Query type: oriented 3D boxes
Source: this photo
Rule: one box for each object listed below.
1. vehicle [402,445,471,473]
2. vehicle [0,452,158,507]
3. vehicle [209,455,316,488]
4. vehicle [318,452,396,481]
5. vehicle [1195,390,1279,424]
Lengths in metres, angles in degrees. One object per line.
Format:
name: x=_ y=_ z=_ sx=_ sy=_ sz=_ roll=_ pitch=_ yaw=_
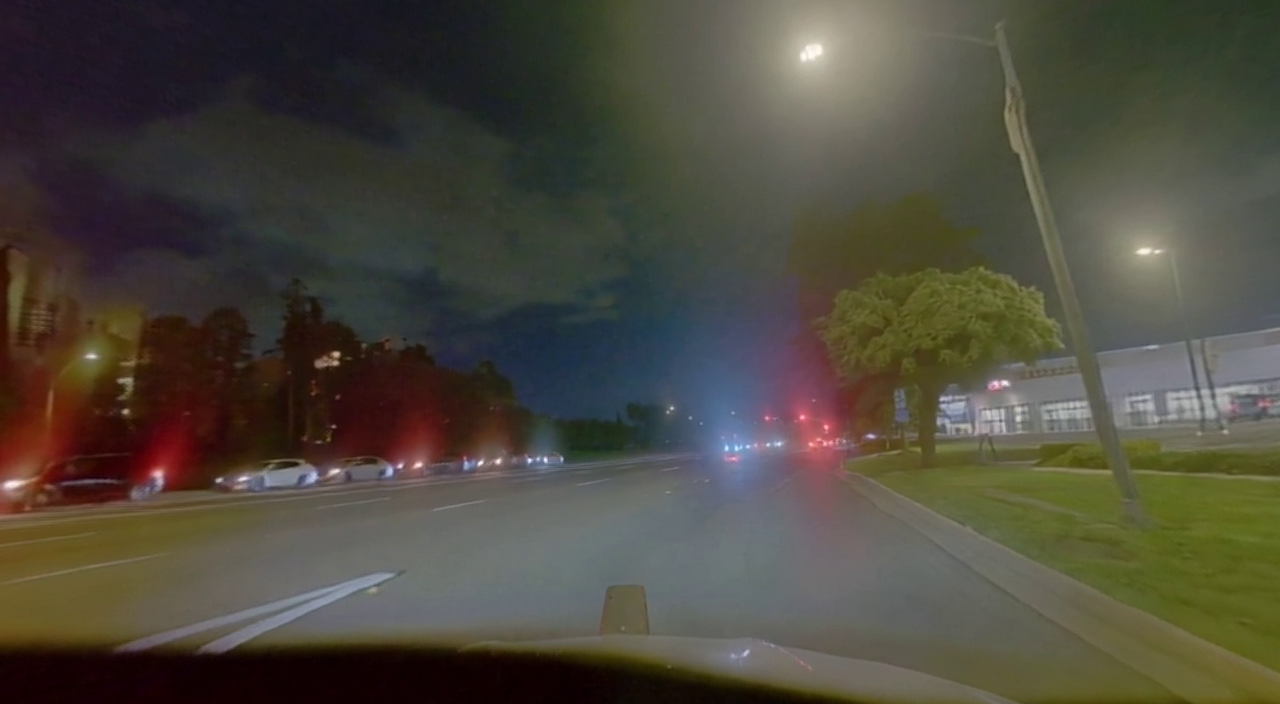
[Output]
vehicle: x=-14.562 y=7.711 z=45.394 sx=1.967 sy=1.683 sz=5.223 roll=-9 pitch=-12 yaw=17
vehicle: x=-21.489 y=4.735 z=23.948 sx=1.969 sy=1.758 sz=4.662 roll=-3 pitch=-9 yaw=17
vehicle: x=-18.798 y=5.929 z=31.622 sx=1.832 sy=1.473 sz=4.377 roll=-3 pitch=-9 yaw=18
vehicle: x=-16.969 y=6.846 z=37.986 sx=1.851 sy=1.450 sz=4.396 roll=-9 pitch=-11 yaw=15
vehicle: x=32.503 y=2.982 z=34.166 sx=3.335 sy=1.398 sz=1.535 roll=-5 pitch=-9 yaw=-7
